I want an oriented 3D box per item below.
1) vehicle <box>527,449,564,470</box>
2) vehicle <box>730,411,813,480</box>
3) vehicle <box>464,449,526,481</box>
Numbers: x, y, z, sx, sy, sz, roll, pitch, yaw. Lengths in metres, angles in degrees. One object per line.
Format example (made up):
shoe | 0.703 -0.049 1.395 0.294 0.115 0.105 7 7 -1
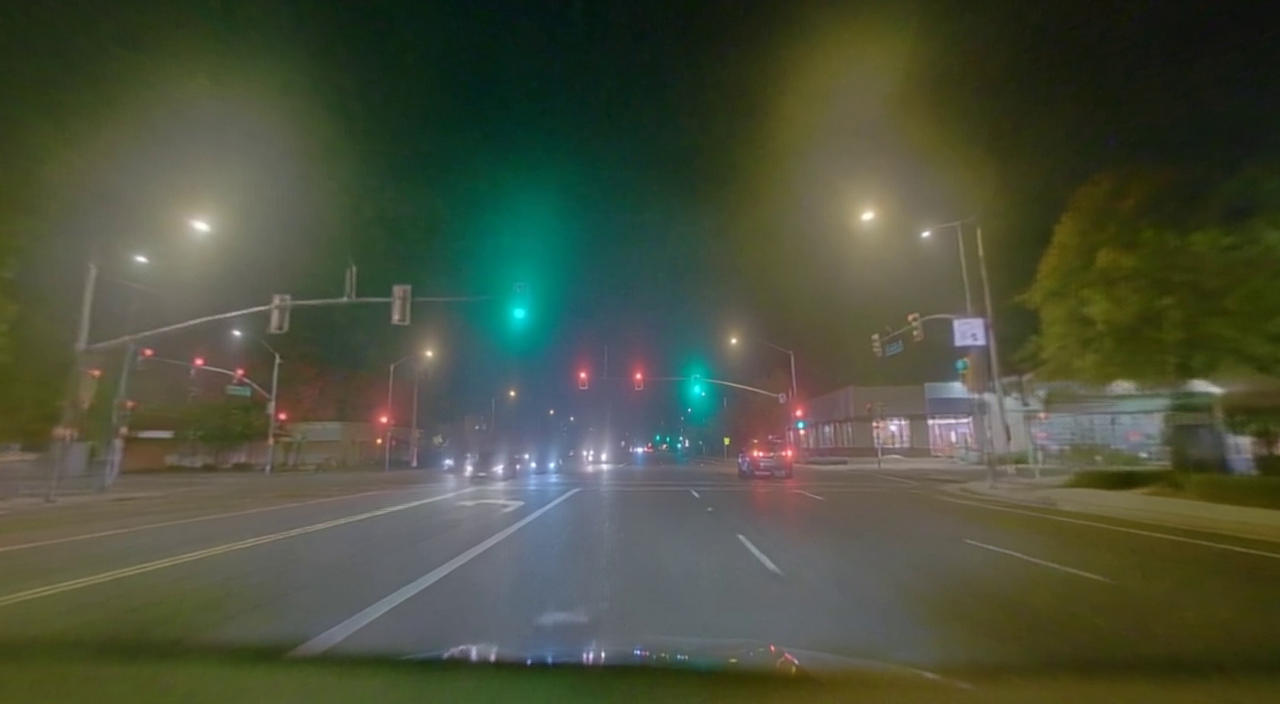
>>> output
vehicle | -7.281 8.331 49.025 1.991 1.506 4.659 0 -9 2
vehicle | 6.777 5.004 33.607 2.802 3.208 7.459 0 -9 0
vehicle | -7.208 5.652 31.793 1.986 1.481 4.602 0 -9 1
